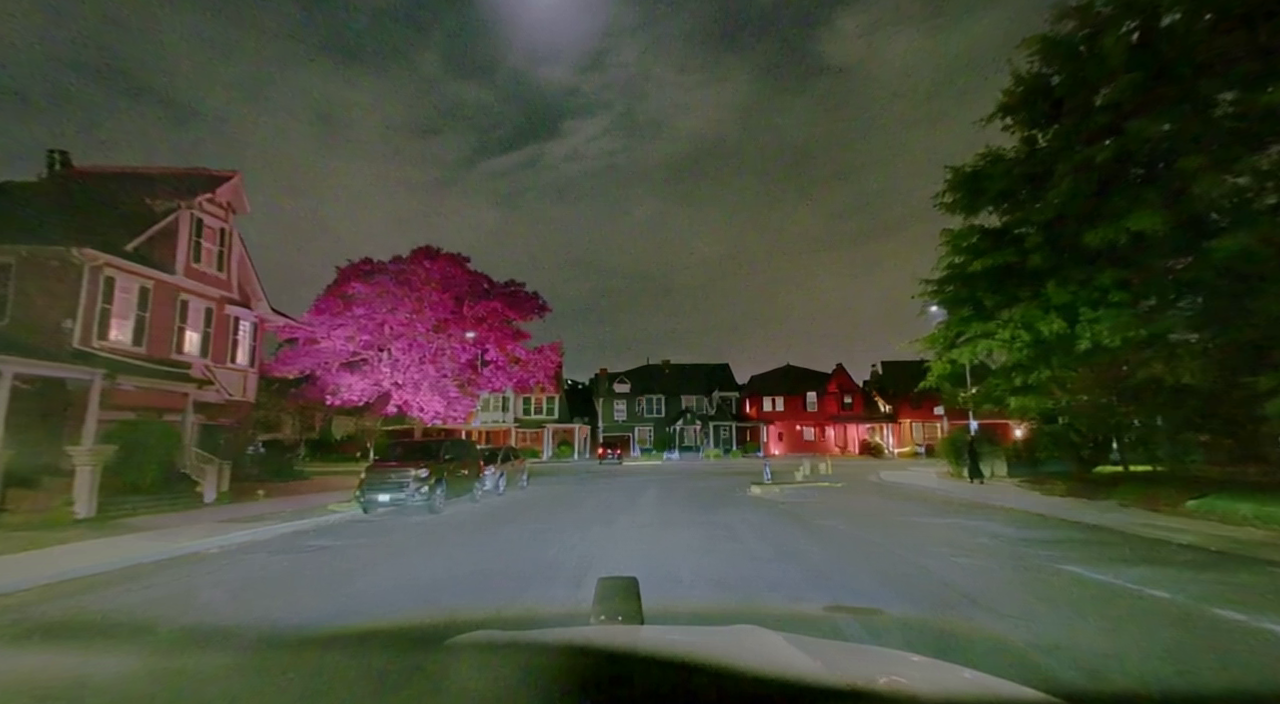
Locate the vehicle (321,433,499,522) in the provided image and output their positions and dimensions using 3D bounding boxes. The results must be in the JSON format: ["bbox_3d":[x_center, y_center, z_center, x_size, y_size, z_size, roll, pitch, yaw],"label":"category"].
[{"bbox_3d":[-5.235,2.907,15.212,2.139,1.783,4.717,-1,-9,6],"label":"vehicle"}]

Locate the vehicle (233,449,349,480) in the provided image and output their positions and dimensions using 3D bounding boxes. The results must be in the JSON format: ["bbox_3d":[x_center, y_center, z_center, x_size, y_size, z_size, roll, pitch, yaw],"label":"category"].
[{"bbox_3d":[-17.827,5.739,32.268,4.804,1.487,1.974,-1,-9,4],"label":"vehicle"}]

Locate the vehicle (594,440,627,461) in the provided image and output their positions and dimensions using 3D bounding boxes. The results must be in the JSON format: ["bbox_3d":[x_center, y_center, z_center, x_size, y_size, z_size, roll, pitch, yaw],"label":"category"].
[{"bbox_3d":[-2.158,7.467,47.634,1.968,1.491,4.486,-1,-9,4],"label":"vehicle"}]
